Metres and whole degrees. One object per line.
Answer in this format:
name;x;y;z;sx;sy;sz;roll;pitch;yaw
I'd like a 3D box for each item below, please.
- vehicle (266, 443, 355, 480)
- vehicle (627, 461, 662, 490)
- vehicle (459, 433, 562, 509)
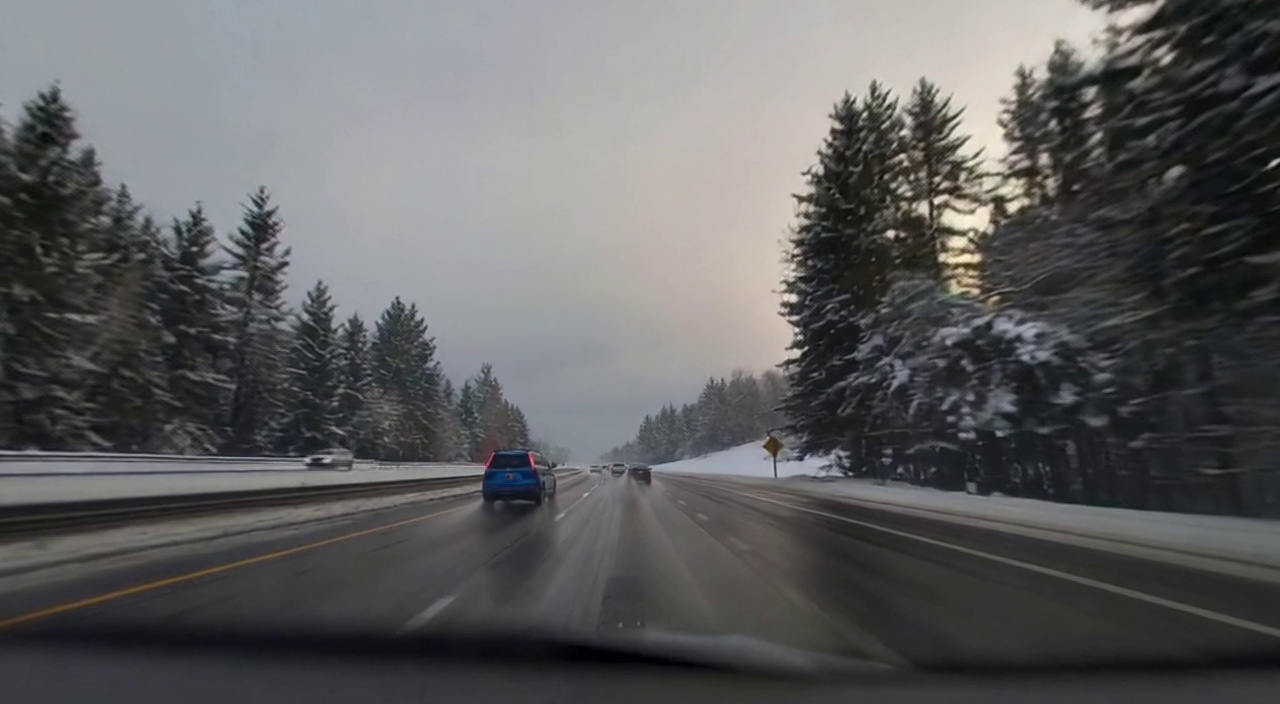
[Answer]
vehicle;-16.916;5.712;32.669;1.994;1.716;4.821;1;-10;0
vehicle;0.216;7.189;36.707;1.905;1.559;3.491;1;-10;-2
vehicle;-4.000;3.835;20.394;2.237;2.113;4.815;1;-10;0
